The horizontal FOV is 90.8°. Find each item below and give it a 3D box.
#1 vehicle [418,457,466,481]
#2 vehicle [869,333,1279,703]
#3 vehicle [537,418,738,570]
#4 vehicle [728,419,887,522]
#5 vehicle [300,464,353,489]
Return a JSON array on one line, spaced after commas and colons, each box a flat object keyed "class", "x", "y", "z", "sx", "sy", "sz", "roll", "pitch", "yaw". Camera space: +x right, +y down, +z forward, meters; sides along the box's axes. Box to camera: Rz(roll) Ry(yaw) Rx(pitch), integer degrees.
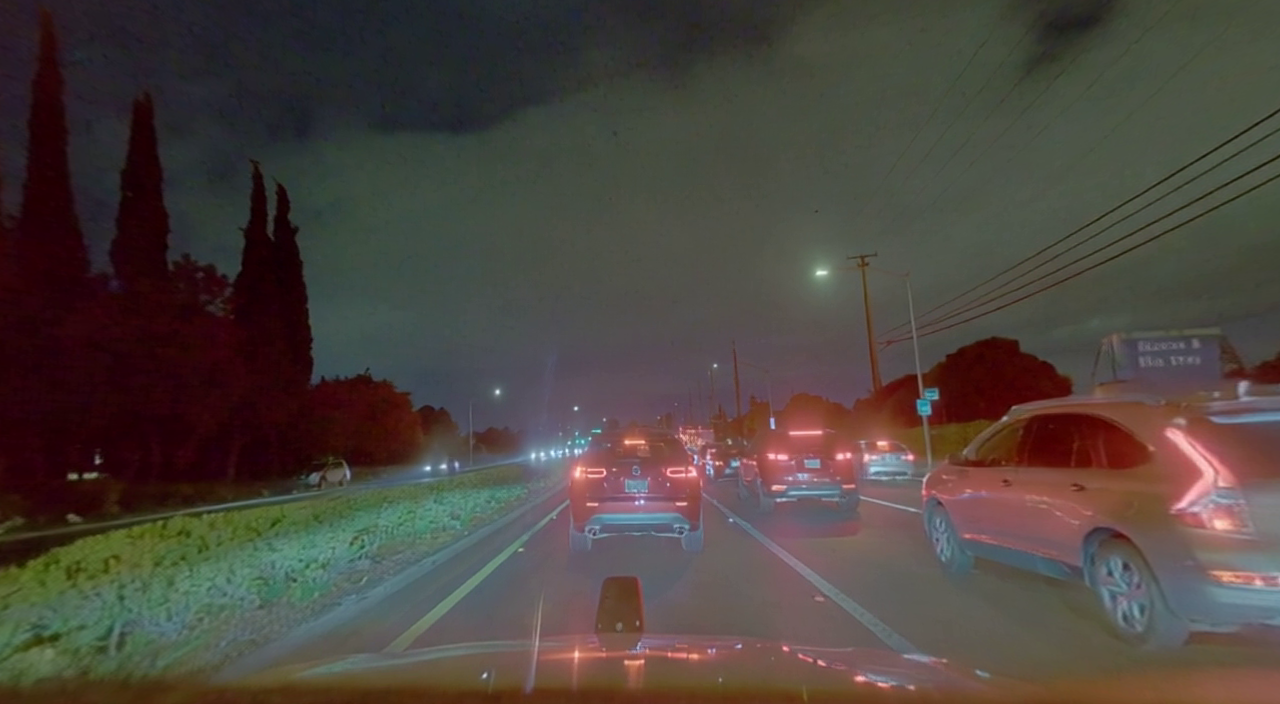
[{"class": "vehicle", "x": -13.803, "y": 8.186, "z": 44.387, "sx": 1.960, "sy": 1.491, "sz": 4.700, "roll": 0, "pitch": -8, "yaw": -1}, {"class": "vehicle", "x": 3.520, "y": 1.073, "z": 4.697, "sx": 2.001, "sy": 1.707, "sz": 4.250, "roll": 0, "pitch": -8, "yaw": 0}, {"class": "vehicle", "x": -0.058, "y": 1.869, "z": 9.101, "sx": 2.199, "sy": 1.641, "sz": 4.232, "roll": 0, "pitch": -8, "yaw": -1}, {"class": "vehicle", "x": 3.318, "y": 2.453, "z": 13.621, "sx": 2.097, "sy": 1.818, "sz": 4.625, "roll": 0, "pitch": -8, "yaw": -1}, {"class": "vehicle", "x": -22.835, "y": 9.067, "z": 46.144, "sx": 1.847, "sy": 1.554, "sz": 3.926, "roll": 0, "pitch": -8, "yaw": -1}]
